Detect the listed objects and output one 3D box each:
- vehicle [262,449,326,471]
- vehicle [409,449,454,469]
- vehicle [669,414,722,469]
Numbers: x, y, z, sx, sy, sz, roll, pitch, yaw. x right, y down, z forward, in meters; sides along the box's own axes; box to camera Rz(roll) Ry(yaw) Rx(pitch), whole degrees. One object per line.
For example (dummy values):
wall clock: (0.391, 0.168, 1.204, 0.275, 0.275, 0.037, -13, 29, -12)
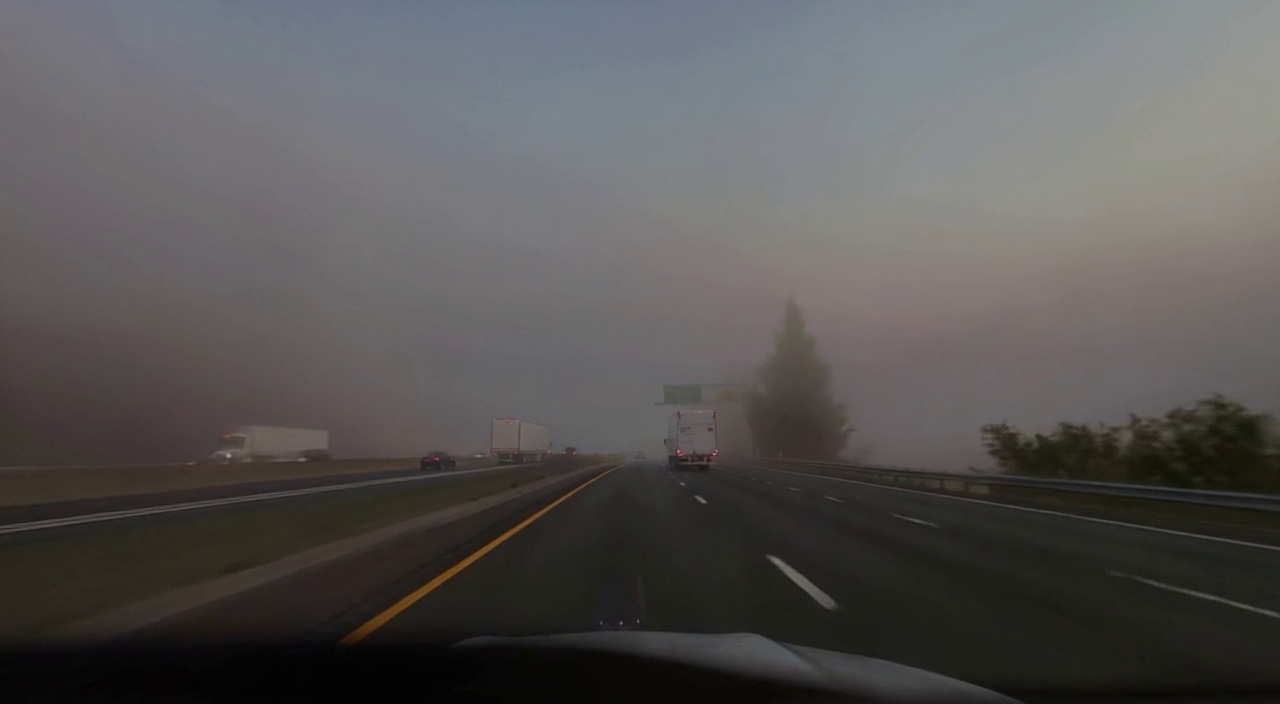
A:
vehicle: (-24.367, 7.600, 44.606, 1.917, 1.462, 4.392, -1, -9, 3)
vehicle: (-15.867, 8.151, 48.171, 1.833, 1.438, 4.011, -1, -9, 3)
vehicle: (3.973, 6.965, 48.682, 2.928, 3.595, 13.975, 0, -9, 0)
